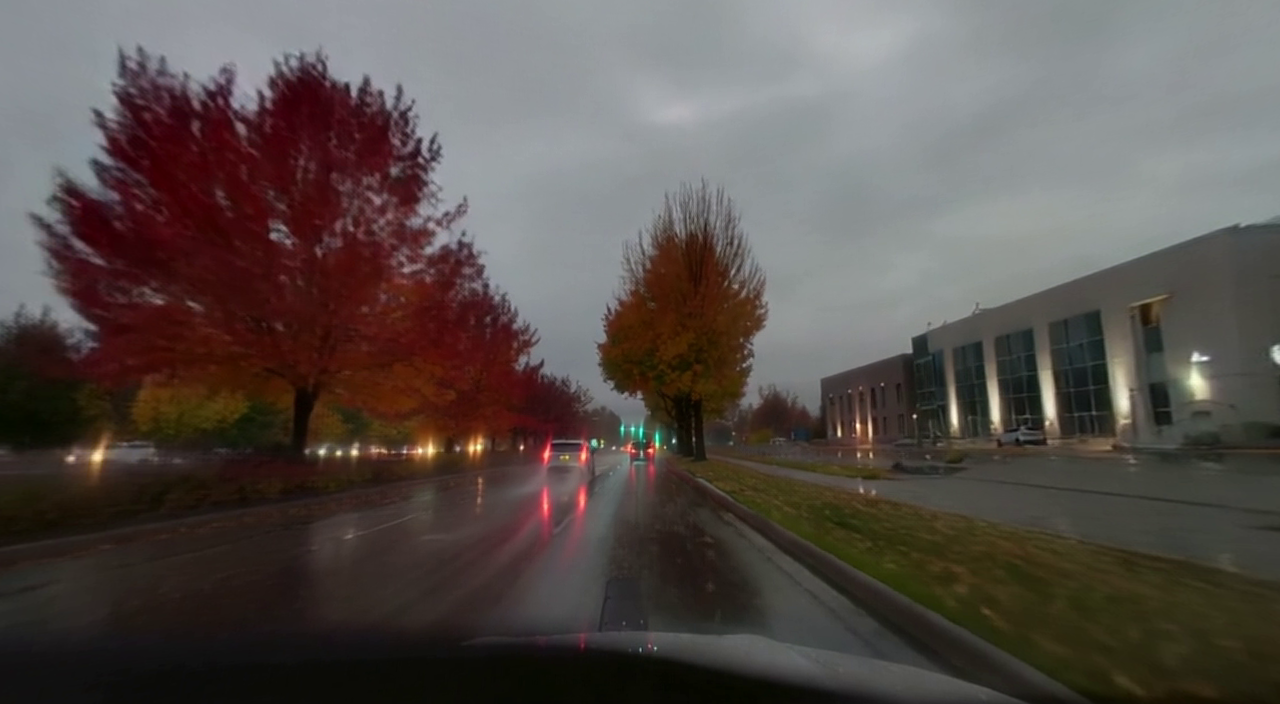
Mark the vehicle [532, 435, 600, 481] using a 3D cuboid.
[{"bbox_3d":[-2.909,4.275,25.752,2.197,1.709,4.069,0,-8,1],"label":"vehicle"}]

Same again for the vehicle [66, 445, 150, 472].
[{"bbox_3d":[-33.917,6.775,40.286,1.765,1.618,4.071,0,-8,1],"label":"vehicle"}]

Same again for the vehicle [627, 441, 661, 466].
[{"bbox_3d":[0.240,6.371,39.658,2.040,1.493,3.682,0,-8,-1],"label":"vehicle"}]
